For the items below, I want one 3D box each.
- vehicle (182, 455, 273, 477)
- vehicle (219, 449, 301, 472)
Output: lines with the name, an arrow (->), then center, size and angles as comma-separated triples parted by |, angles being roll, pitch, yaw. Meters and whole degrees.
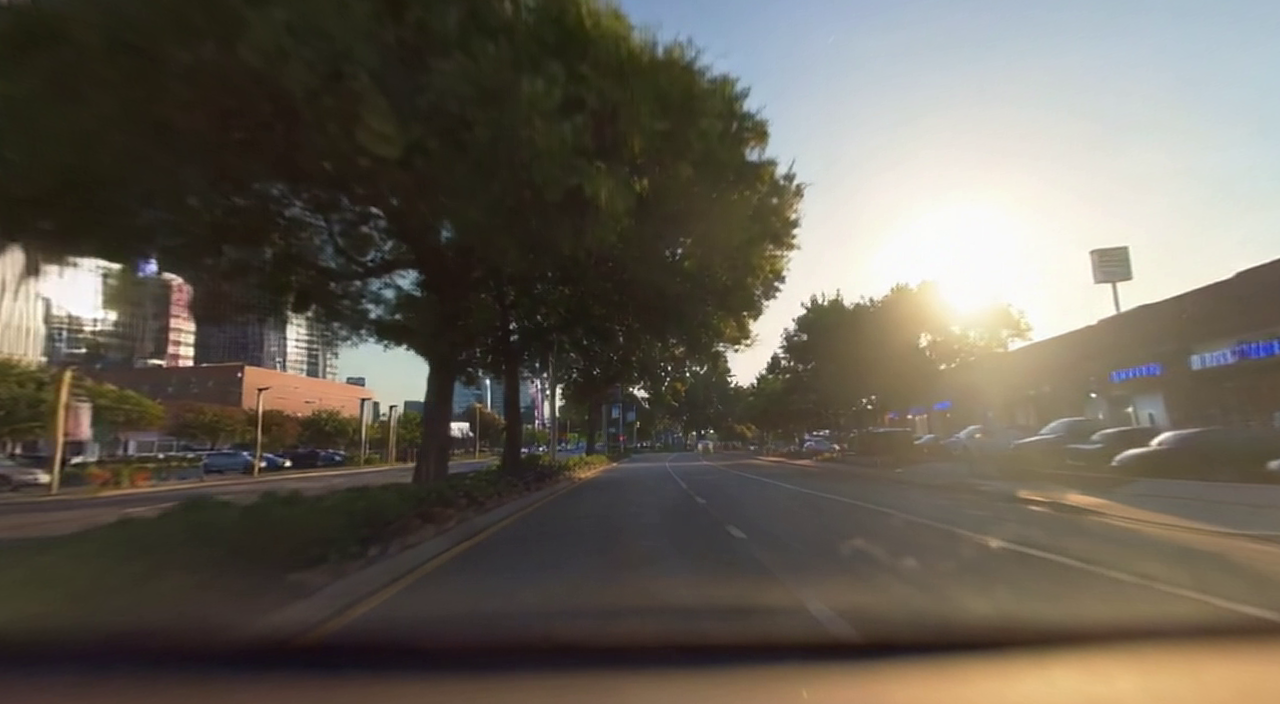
vehicle -> -28.168, 7.788, 43.294 | 4.783, 1.398, 1.951 | 3, -8, -20
vehicle -> -28.211, 8.097, 47.136 | 4.954, 1.628, 2.012 | 4, -9, -24
